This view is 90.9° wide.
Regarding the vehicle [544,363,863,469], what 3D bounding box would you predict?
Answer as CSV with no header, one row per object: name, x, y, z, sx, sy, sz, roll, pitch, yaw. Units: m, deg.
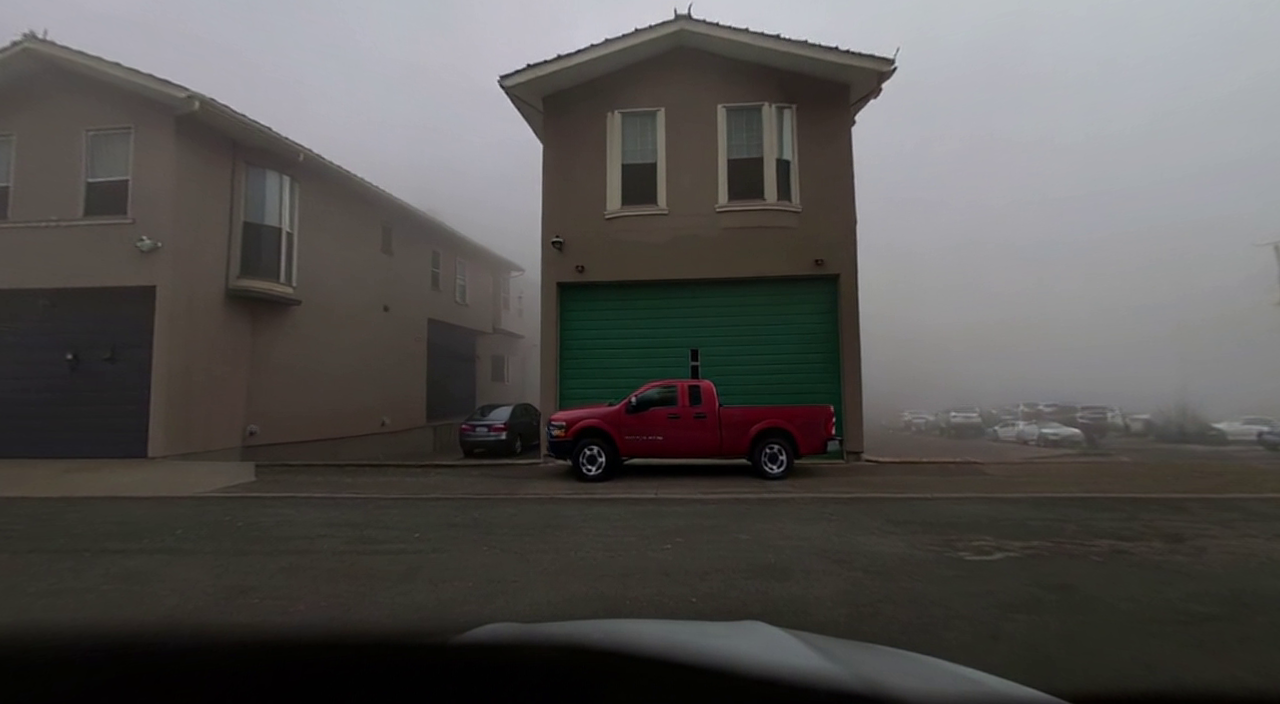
vehicle,1.121,1.289,12.260,5.600,1.835,2.161,-1,-8,2

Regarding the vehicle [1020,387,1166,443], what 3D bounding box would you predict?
vehicle,16.098,2.285,22.567,3.770,1.496,1.951,6,-9,3

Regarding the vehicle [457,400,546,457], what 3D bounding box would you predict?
vehicle,-4.434,2.418,20.746,1.869,1.460,3.826,-4,-2,2

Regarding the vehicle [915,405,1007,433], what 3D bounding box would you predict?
vehicle,16.878,3.560,33.339,3.897,1.416,1.703,-1,-8,2
